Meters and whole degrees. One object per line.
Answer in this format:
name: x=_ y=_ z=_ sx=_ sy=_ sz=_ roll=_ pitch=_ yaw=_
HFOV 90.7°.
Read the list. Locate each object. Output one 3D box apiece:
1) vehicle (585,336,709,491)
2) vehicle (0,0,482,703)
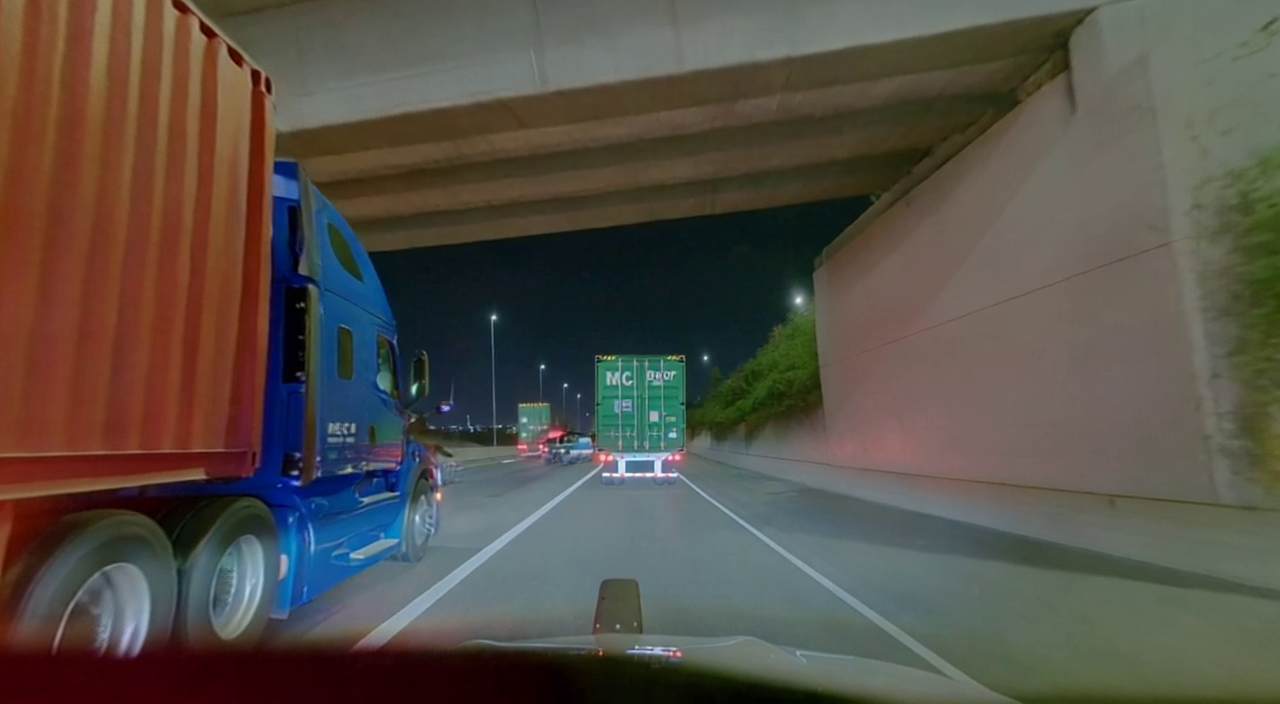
vehicle: x=0.013 y=2.197 z=21.090 sx=3.357 sy=4.212 sz=7.519 roll=0 pitch=-9 yaw=-2
vehicle: x=-3.597 y=-0.018 z=4.361 sx=3.187 sy=3.949 sz=6.963 roll=0 pitch=-9 yaw=0
